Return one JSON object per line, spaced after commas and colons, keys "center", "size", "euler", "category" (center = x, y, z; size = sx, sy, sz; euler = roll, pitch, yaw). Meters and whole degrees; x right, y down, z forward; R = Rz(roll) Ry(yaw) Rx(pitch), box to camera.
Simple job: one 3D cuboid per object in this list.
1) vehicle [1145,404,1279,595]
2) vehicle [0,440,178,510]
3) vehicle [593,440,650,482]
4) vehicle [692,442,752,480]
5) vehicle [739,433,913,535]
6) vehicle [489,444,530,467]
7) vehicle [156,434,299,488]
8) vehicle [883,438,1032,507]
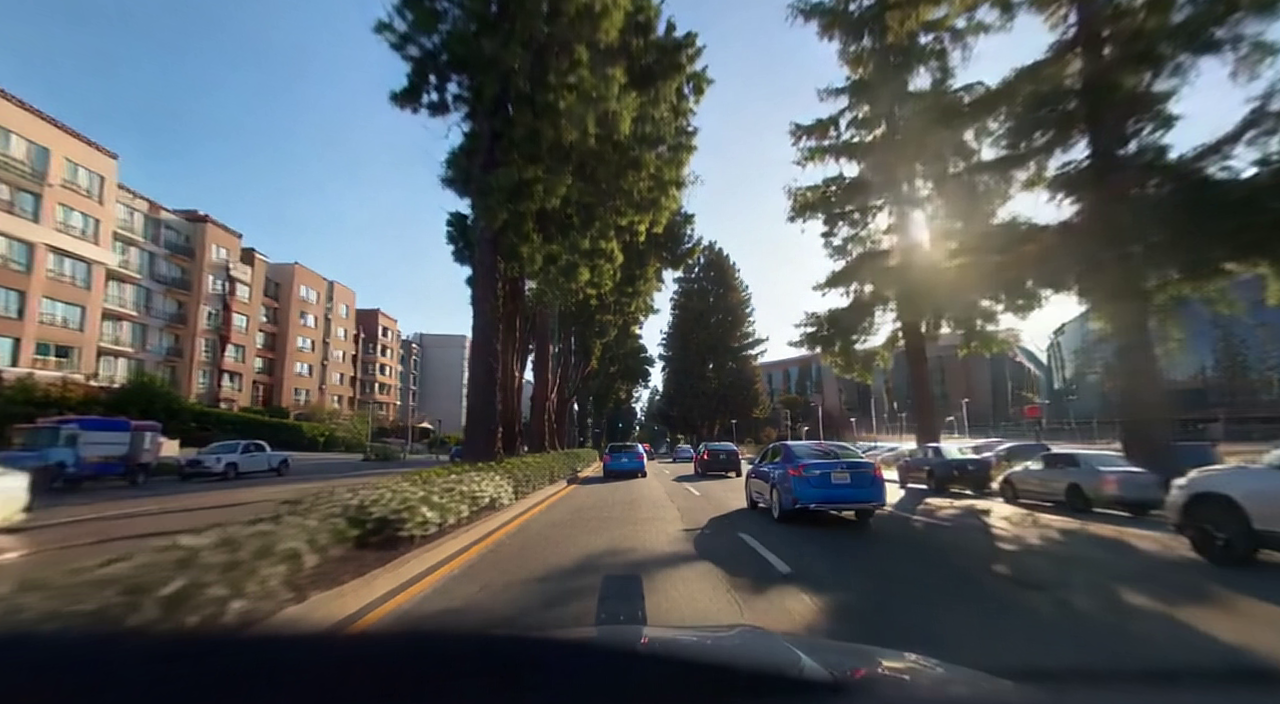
{"center": [7.134, 1.201, 4.728], "size": [2.224, 1.772, 5.325], "euler": [0, -9, -1], "category": "vehicle"}
{"center": [-16.152, 3.318, 17.635], "size": [2.115, 1.621, 5.840], "euler": [0, -9, 0], "category": "vehicle"}
{"center": [-0.659, 4.154, 24.345], "size": [1.994, 1.479, 3.647], "euler": [0, -9, 0], "category": "vehicle"}
{"center": [3.352, 4.530, 26.615], "size": [1.908, 1.453, 4.230], "euler": [0, -9, -1], "category": "vehicle"}
{"center": [3.080, 2.262, 11.376], "size": [1.852, 1.498, 3.825], "euler": [0, -9, -2], "category": "vehicle"}
{"center": [-9.040, 7.199, 43.978], "size": [1.943, 1.483, 4.439], "euler": [0, -9, -1], "category": "vehicle"}
{"center": [-15.968, 4.236, 24.927], "size": [2.108, 1.876, 5.260], "euler": [0, -9, 0], "category": "vehicle"}
{"center": [8.247, 3.147, 17.013], "size": [2.127, 1.546, 4.828], "euler": [-1, -9, 9], "category": "vehicle"}
